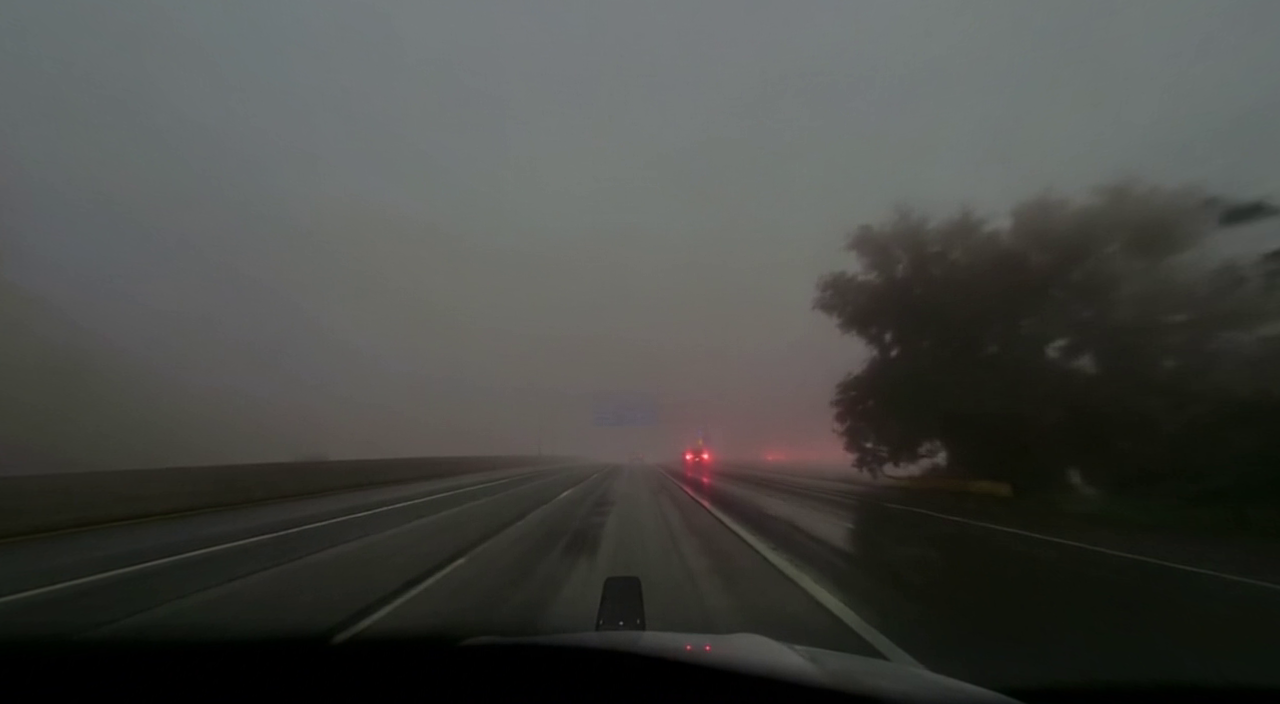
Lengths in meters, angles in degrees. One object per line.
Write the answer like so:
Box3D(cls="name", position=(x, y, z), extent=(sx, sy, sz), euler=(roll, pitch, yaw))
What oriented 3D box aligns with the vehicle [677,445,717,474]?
Box3D(cls="vehicle", position=(3.617, 6.935, 41.073), extent=(2.133, 1.746, 4.511), euler=(0, -9, -1))
